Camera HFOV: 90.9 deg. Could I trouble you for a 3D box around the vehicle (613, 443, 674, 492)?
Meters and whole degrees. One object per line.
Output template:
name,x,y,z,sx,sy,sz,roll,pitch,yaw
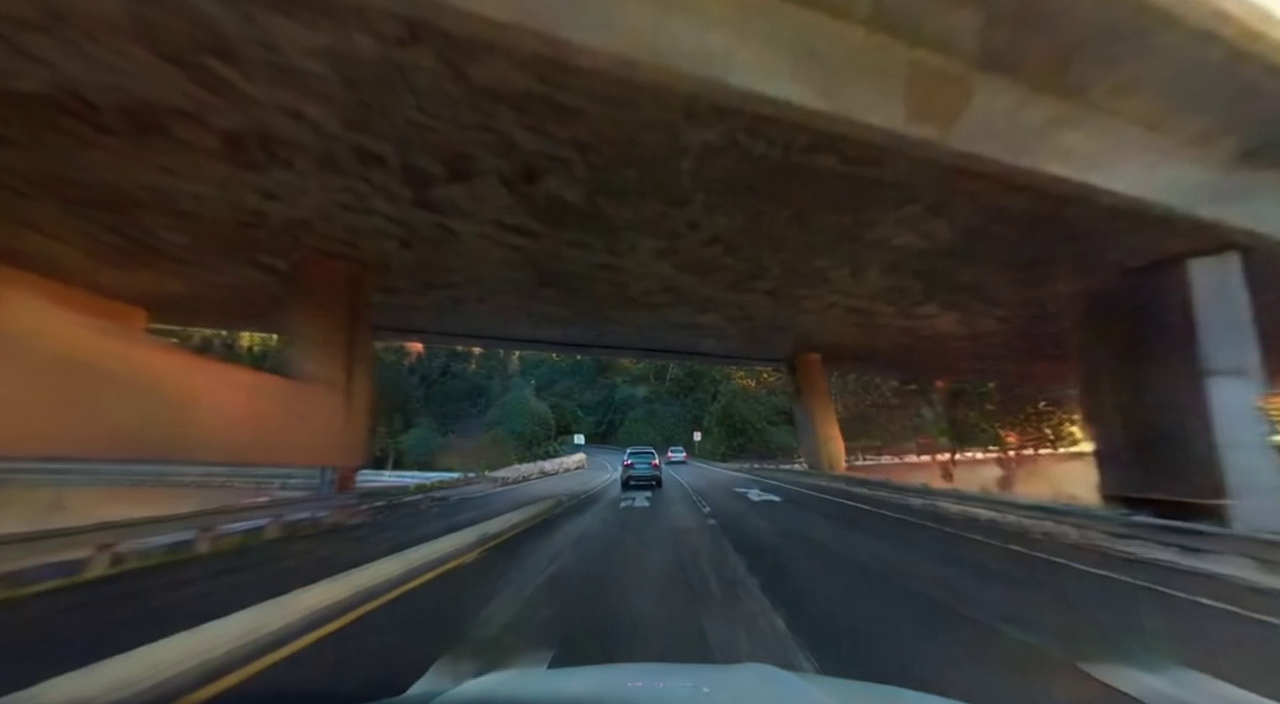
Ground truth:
vehicle,0.164,4.140,22.762,2.037,1.601,3.643,0,-9,2
